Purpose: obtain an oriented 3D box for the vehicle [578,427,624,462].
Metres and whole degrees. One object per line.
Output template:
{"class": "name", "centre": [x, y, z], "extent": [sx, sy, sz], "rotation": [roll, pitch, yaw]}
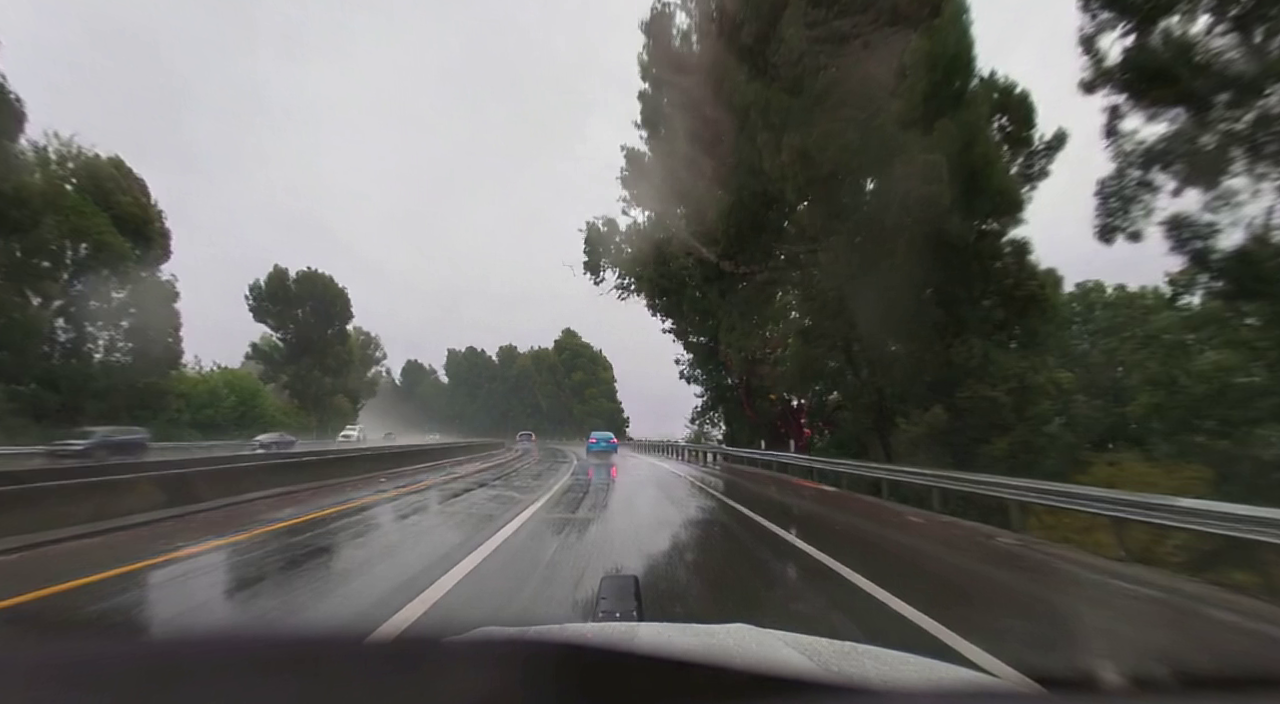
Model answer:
{"class": "vehicle", "centre": [-2.253, 5.231, 35.955], "extent": [2.452, 1.857, 4.022], "rotation": [1, -8, -5]}
